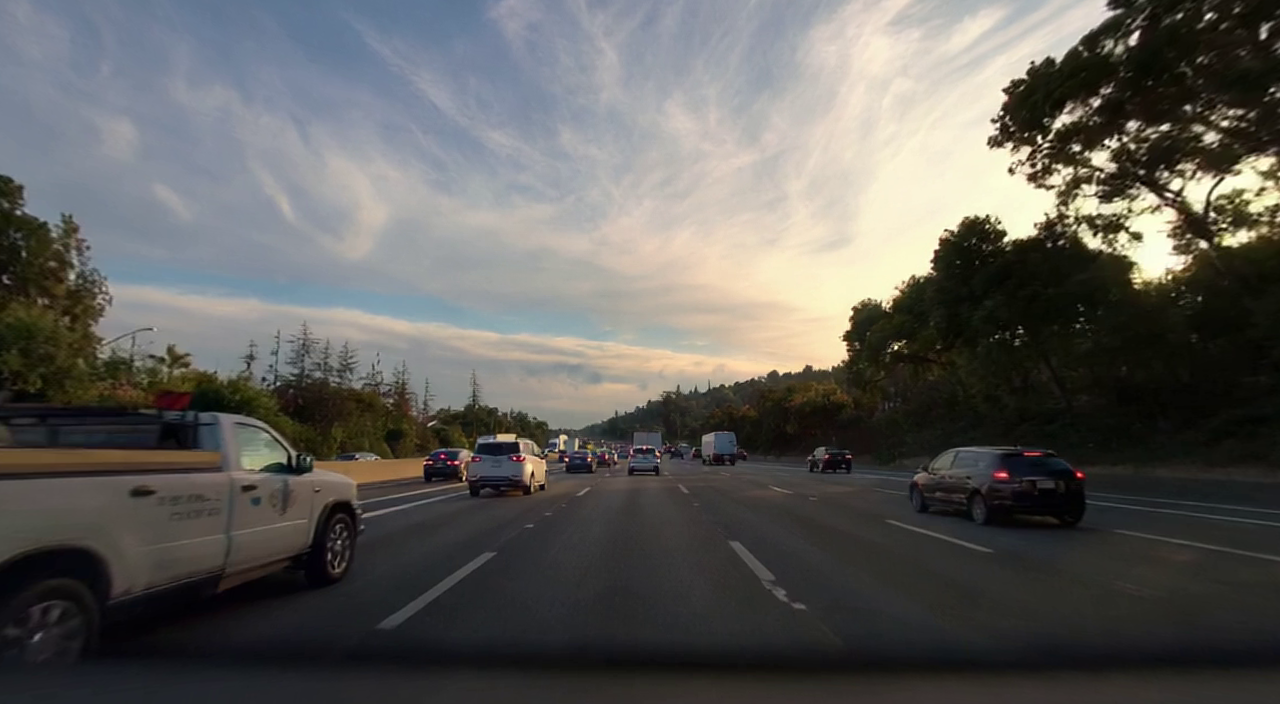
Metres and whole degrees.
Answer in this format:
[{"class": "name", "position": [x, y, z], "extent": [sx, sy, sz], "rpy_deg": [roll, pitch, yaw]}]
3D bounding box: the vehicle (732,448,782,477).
[{"class": "vehicle", "position": [6.346, 6.021, 34.481], "extent": [1.895, 1.488, 4.254], "rpy_deg": [0, -9, 0]}]

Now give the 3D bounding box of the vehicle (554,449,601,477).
[{"class": "vehicle", "position": [-3.312, 6.009, 34.363], "extent": [2.025, 1.449, 4.190], "rpy_deg": [0, -9, 1]}]

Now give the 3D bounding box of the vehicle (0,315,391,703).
[{"class": "vehicle", "position": [-3.481, 0.949, 3.427], "extent": [2.234, 1.809, 4.768], "rpy_deg": [0, -9, 0]}]

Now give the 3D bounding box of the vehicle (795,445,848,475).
[{"class": "vehicle", "position": [10.975, 6.560, 38.456], "extent": [1.988, 1.676, 4.262], "rpy_deg": [0, -9, 0]}]

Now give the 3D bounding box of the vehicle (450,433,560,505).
[{"class": "vehicle", "position": [-3.559, 3.198, 17.563], "extent": [2.012, 1.734, 4.510], "rpy_deg": [0, -9, 1]}]

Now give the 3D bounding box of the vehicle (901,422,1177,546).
[{"class": "vehicle", "position": [6.581, 2.214, 11.160], "extent": [1.992, 1.745, 4.329], "rpy_deg": [0, -9, 0]}]

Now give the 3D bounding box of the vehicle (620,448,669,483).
[{"class": "vehicle", "position": [0.200, 5.111, 28.659], "extent": [2.053, 1.461, 3.941], "rpy_deg": [0, -9, 1]}]
